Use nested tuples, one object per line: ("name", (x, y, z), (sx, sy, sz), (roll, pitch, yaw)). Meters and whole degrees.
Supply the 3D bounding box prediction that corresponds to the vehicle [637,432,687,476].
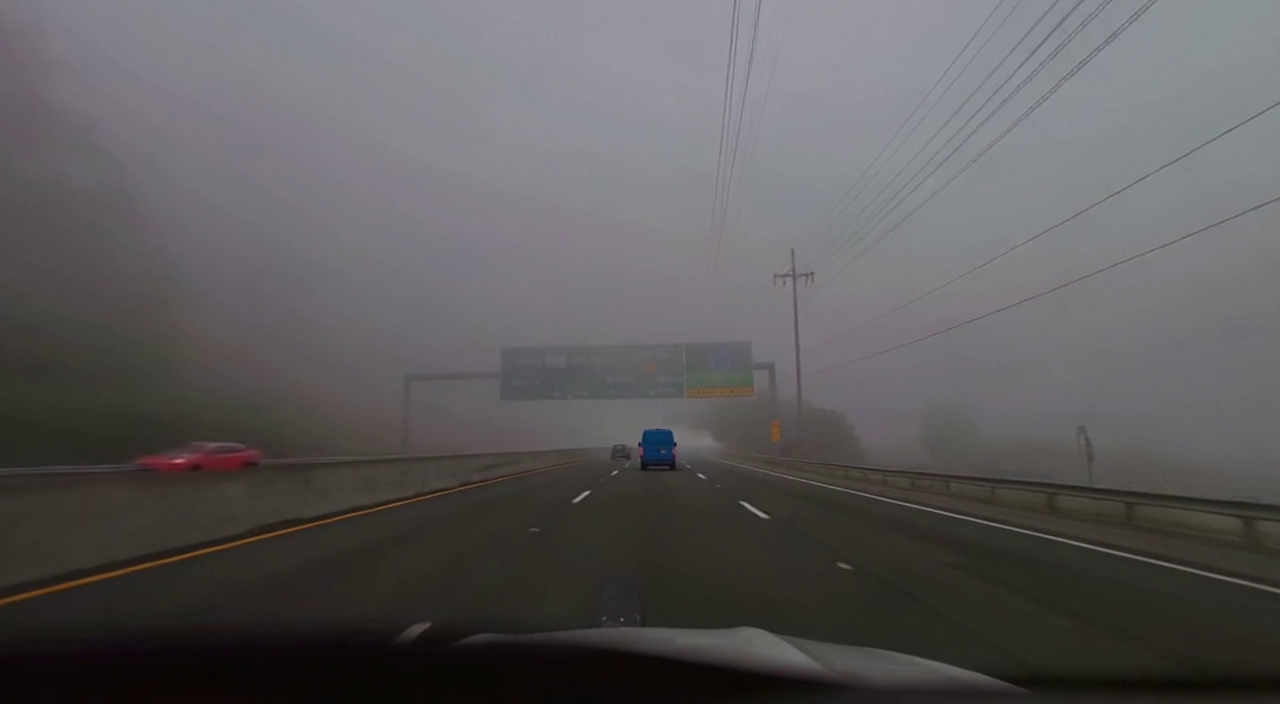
("vehicle", (1.087, 4.986, 31.023), (2.261, 1.969, 5.104), (0, -9, 2))
